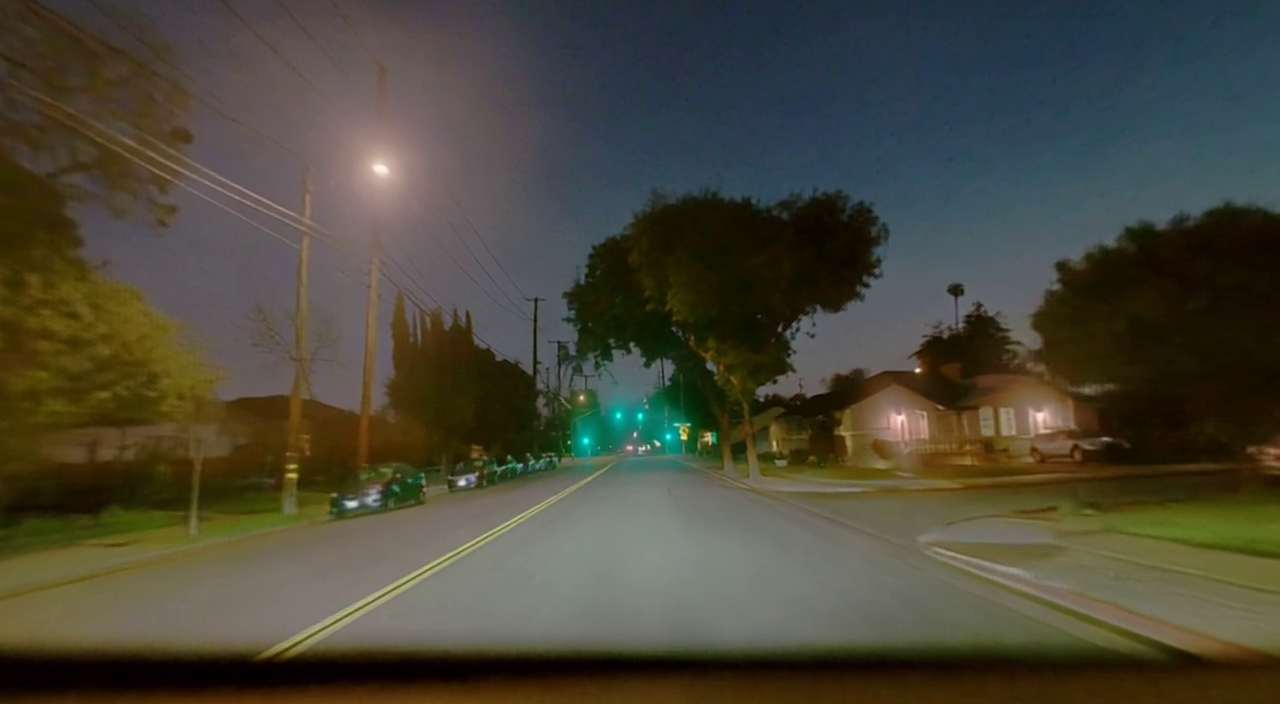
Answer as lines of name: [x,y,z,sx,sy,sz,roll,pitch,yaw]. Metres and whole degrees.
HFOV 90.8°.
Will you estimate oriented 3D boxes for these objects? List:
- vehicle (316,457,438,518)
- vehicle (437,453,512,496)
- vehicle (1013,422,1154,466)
vehicle: [-7.558,3.892,18.602,1.949,1.512,3.818,0,-9,-1]
vehicle: [-7.390,5.489,28.682,1.839,1.494,4.757,-9,-9,2]
vehicle: [17.351,3.655,25.152,1.883,1.498,5.152,-2,-8,0]
